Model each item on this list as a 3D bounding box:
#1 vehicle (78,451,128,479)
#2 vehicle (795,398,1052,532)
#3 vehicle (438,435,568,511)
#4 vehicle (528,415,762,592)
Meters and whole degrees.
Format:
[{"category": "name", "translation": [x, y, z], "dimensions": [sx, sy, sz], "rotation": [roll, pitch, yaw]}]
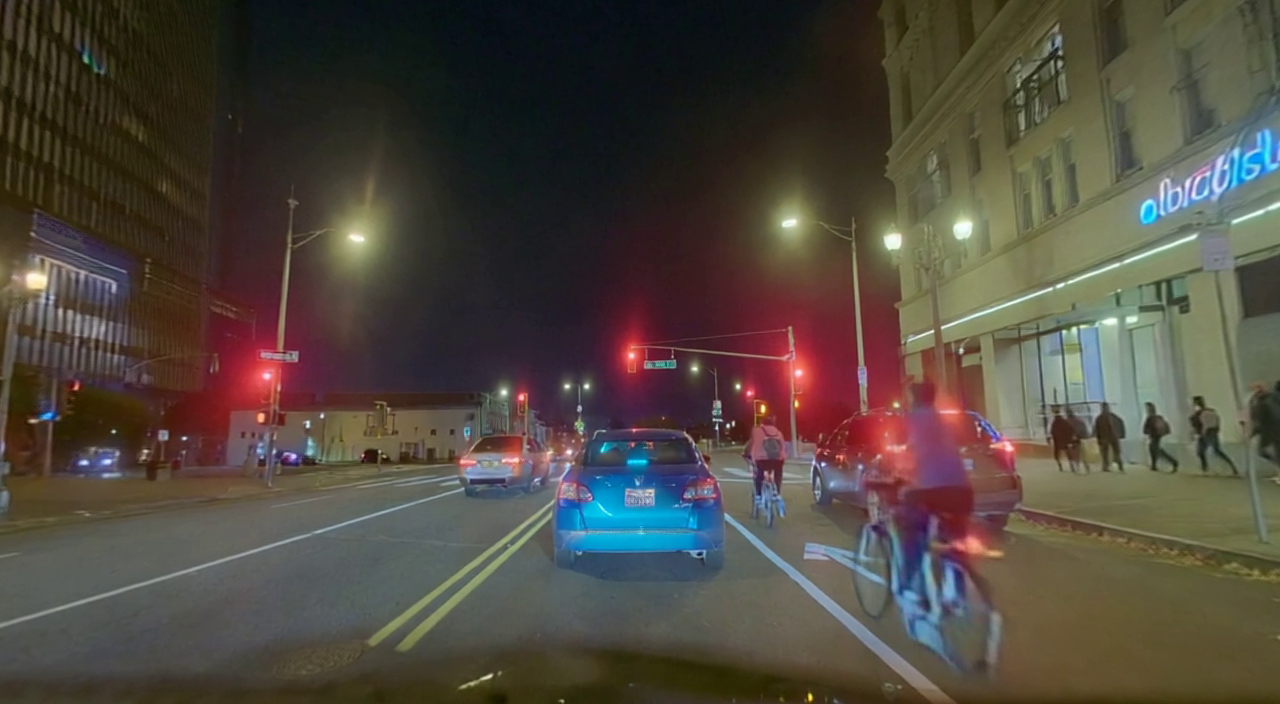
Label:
[{"category": "vehicle", "translation": [-35.737, 7.475, 41.944], "dimensions": [2.264, 1.722, 4.721], "rotation": [7, -11, -40]}, {"category": "vehicle", "translation": [4.511, 1.912, 11.124], "dimensions": [2.142, 1.829, 4.767], "rotation": [0, -9, -2]}, {"category": "vehicle", "translation": [-2.943, 2.709, 14.615], "dimensions": [2.039, 1.452, 4.489], "rotation": [0, -9, 0]}, {"category": "vehicle", "translation": [0.018, 1.658, 7.720], "dimensions": [2.091, 1.557, 4.000], "rotation": [0, -9, -1]}]
